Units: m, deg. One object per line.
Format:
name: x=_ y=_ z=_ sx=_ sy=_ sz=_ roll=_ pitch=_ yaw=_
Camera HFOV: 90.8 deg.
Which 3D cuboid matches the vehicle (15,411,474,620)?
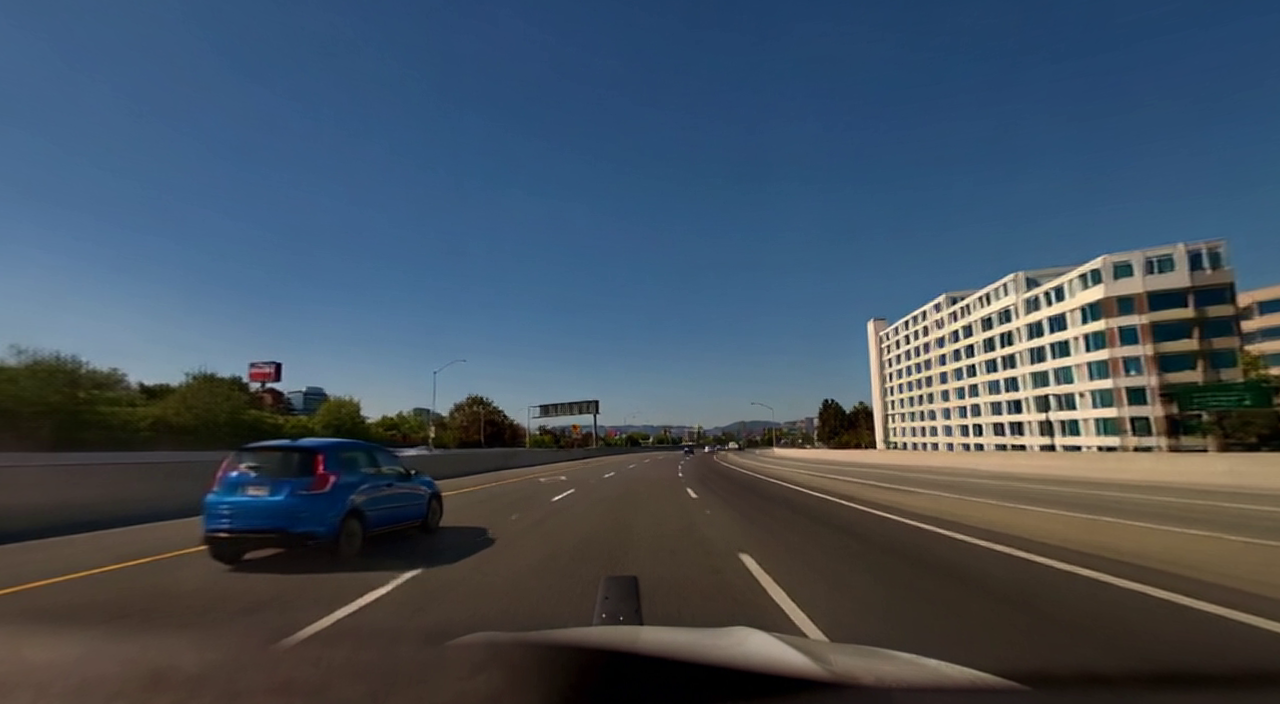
vehicle: x=-3.640 y=1.598 z=7.227 sx=2.087 sy=1.566 sz=4.756 roll=0 pitch=-9 yaw=1
